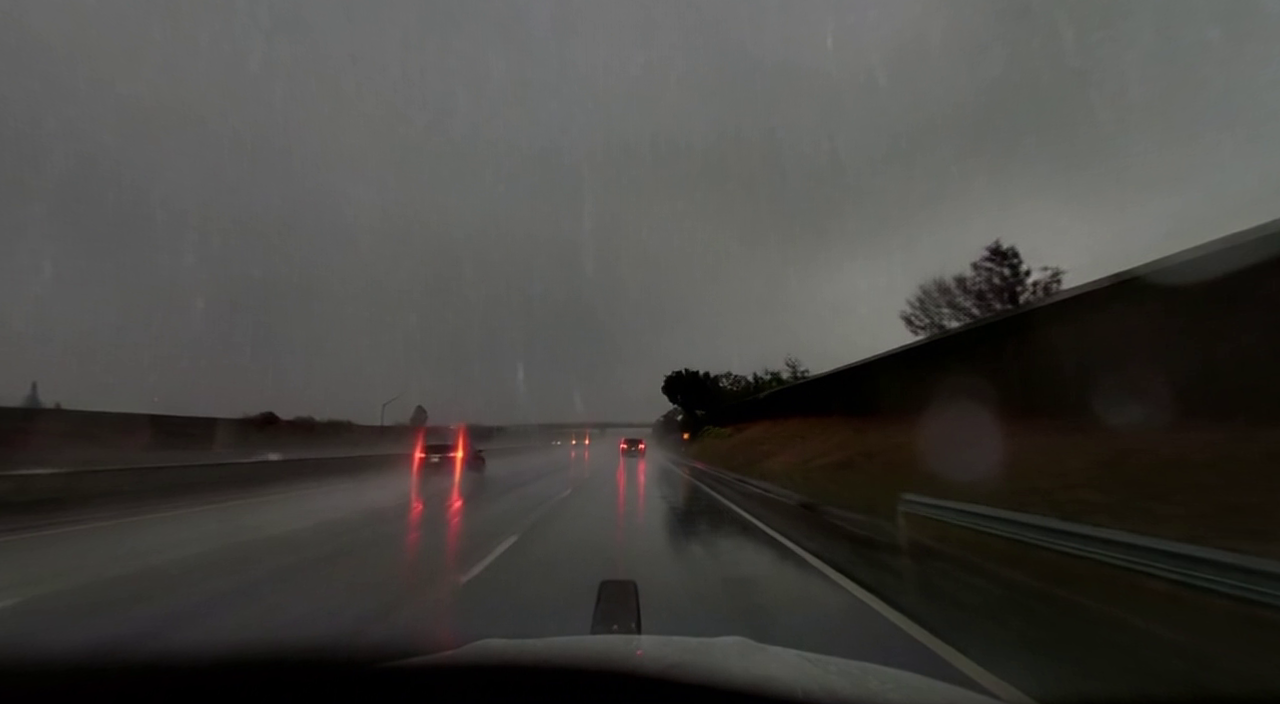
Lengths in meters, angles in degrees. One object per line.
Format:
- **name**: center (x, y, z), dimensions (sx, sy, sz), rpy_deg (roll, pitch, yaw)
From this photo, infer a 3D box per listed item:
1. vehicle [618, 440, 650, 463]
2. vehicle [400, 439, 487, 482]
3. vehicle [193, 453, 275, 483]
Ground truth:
- **vehicle**: center (-0.438, 6.753, 42.972), dimensions (2.072, 1.440, 3.690), rpy_deg (0, -8, -1)
- **vehicle**: center (-7.535, 4.185, 24.668), dimensions (1.939, 1.504, 4.727), rpy_deg (0, -8, -1)
- **vehicle**: center (-22.668, 6.475, 35.371), dimensions (1.827, 1.429, 4.211), rpy_deg (0, -8, -1)
